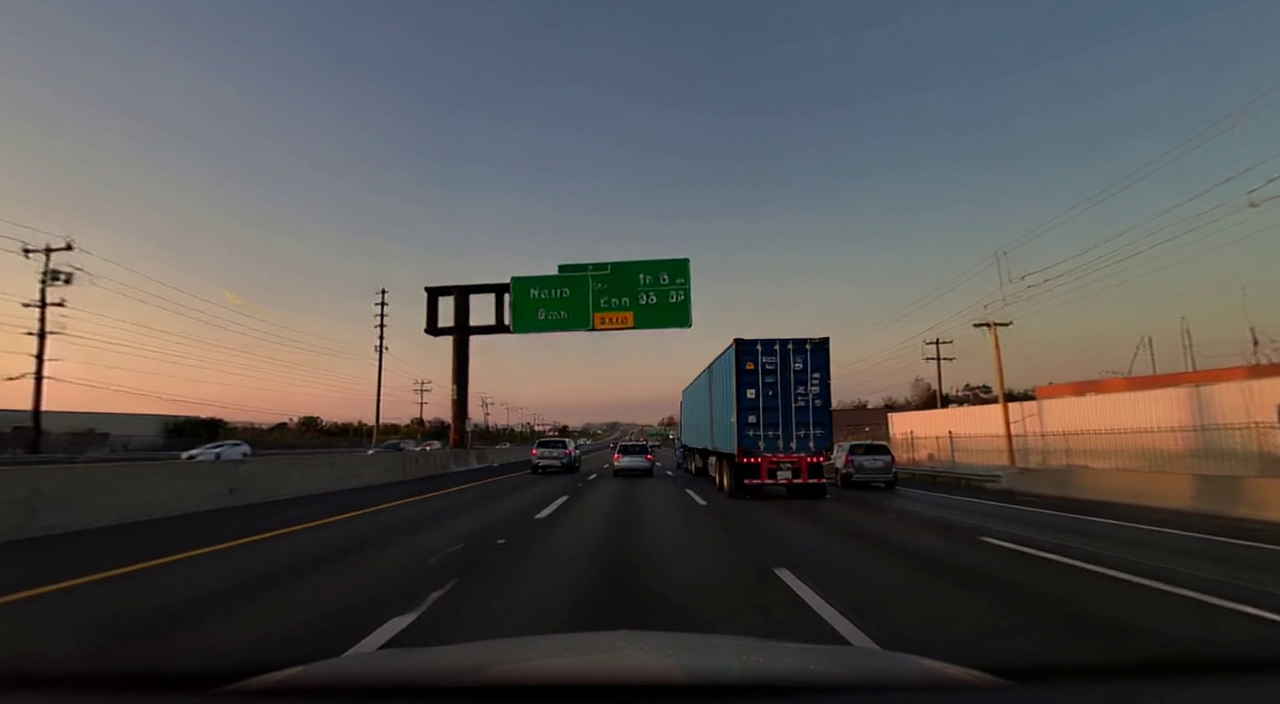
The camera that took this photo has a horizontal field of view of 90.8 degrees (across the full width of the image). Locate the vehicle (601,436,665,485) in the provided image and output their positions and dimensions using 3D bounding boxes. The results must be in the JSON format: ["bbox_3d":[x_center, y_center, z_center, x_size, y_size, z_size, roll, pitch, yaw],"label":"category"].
[{"bbox_3d":[-0.254,4.029,23.713,2.191,1.685,4.015,0,-9,0],"label":"vehicle"}]

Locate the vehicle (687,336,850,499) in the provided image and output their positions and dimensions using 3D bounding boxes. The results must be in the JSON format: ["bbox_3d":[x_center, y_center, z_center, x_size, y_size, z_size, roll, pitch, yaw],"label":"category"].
[{"bbox_3d":[3.649,2.587,22.273,2.800,4.039,13.179,0,-9,-1],"label":"vehicle"}]

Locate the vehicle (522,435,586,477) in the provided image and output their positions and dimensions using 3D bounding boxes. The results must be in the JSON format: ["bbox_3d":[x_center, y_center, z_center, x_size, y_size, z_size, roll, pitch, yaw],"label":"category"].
[{"bbox_3d":[-3.984,4.932,30.063,2.264,1.804,4.584,0,-9,2],"label":"vehicle"}]

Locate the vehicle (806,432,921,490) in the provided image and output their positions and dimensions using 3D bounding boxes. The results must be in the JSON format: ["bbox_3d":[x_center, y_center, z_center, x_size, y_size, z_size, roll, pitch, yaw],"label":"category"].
[{"bbox_3d":[7.328,3.639,21.350,2.202,1.731,4.628,0,-9,0],"label":"vehicle"}]

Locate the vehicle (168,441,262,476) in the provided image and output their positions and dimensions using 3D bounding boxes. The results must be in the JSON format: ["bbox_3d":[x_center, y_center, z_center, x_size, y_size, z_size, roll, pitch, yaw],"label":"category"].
[{"bbox_3d":[-21.639,5.438,32.430,1.869,1.663,4.408,0,-9,-2],"label":"vehicle"}]

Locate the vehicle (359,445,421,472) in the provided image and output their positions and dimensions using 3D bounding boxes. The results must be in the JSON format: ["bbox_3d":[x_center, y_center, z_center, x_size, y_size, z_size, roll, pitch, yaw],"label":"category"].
[{"bbox_3d":[-14.545,6.220,37.068,1.959,1.487,4.293,0,-9,-2],"label":"vehicle"}]
